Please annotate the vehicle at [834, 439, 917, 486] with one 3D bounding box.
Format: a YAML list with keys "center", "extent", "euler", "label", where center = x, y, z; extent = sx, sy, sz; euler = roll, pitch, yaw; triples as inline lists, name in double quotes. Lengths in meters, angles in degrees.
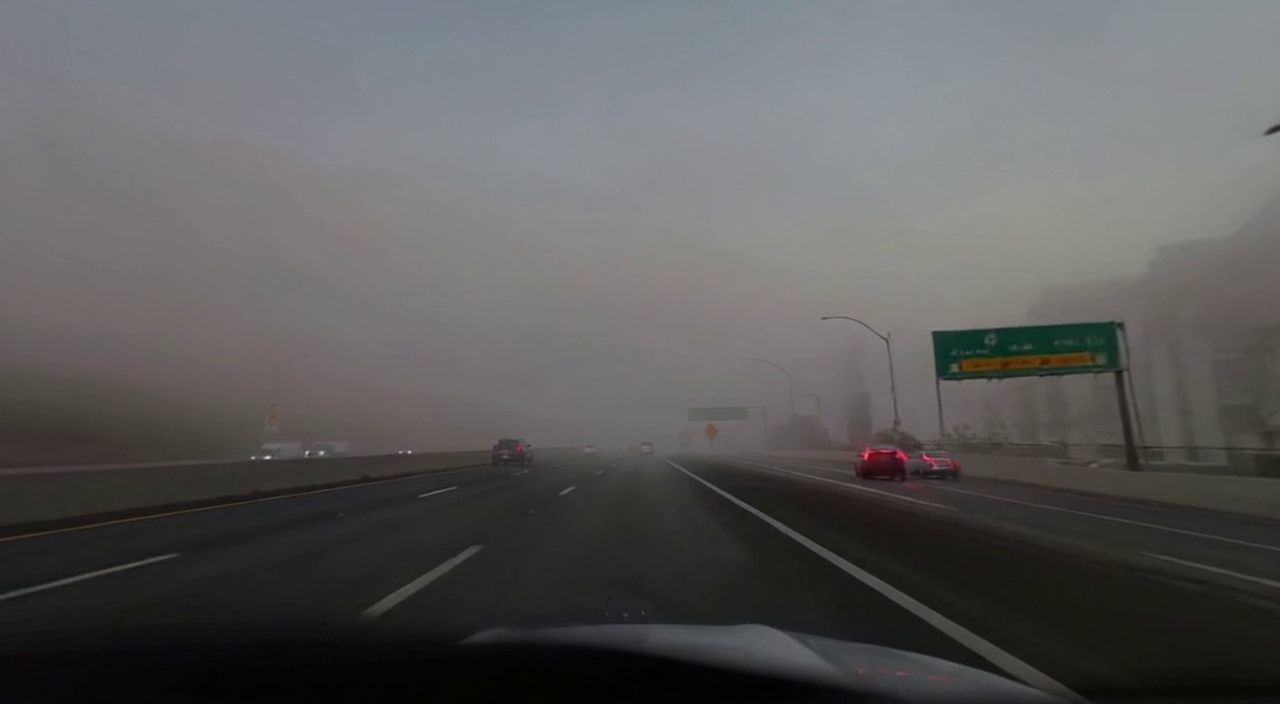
- center: [18.293, 8.588, 49.610]
  extent: [3.007, 3.318, 7.486]
  euler: [1, -8, -5]
  label: "vehicle"

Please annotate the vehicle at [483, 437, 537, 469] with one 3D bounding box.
- center: [-7.321, 5.699, 35.913]
  extent: [2.088, 1.678, 4.426]
  euler: [0, -8, 1]
  label: "vehicle"

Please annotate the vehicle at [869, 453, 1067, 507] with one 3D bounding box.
- center: [19.407, 7.697, 39.605]
  extent: [3.122, 2.437, 15.553]
  euler: [0, -8, -5]
  label: "vehicle"

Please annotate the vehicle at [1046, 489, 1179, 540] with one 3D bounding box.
- center: [19.833, 6.802, 26.737]
  extent: [1.875, 1.610, 4.265]
  euler: [1, -8, -10]
  label: "vehicle"
